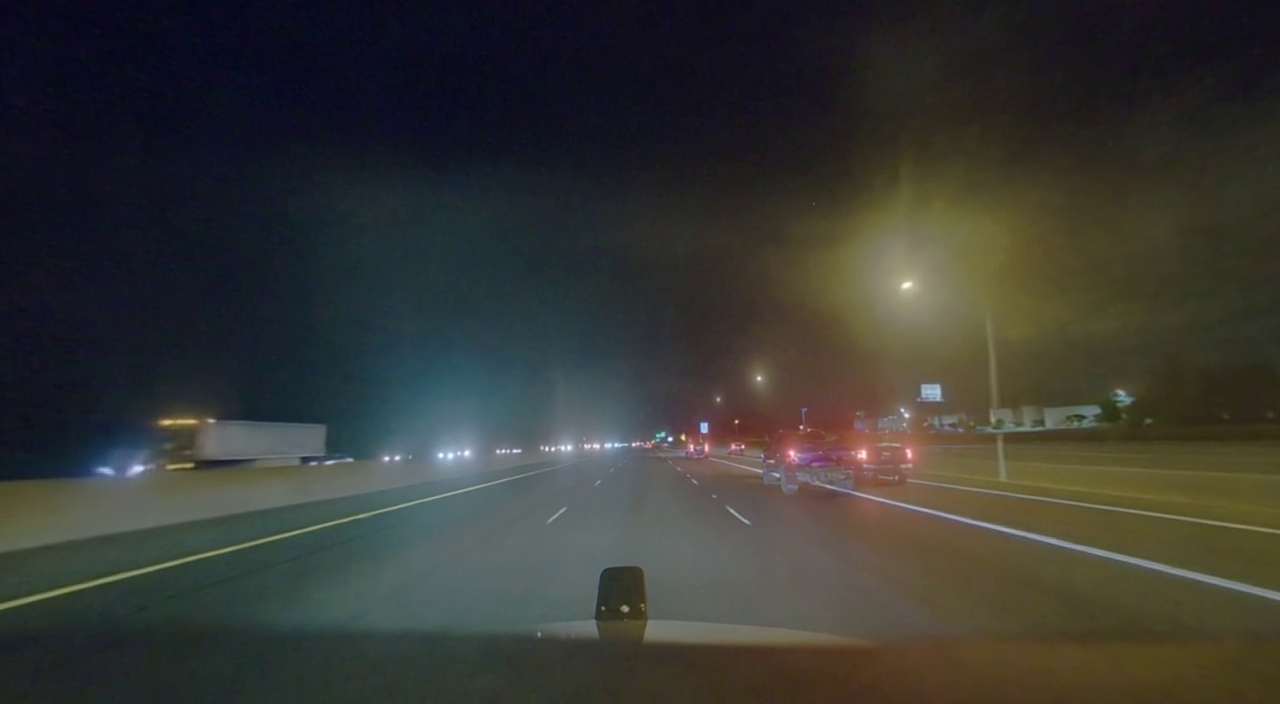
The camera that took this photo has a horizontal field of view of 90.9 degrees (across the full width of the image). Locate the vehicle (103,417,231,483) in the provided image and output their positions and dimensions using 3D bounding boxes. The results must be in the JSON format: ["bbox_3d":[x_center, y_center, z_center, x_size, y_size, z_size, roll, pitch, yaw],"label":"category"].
[{"bbox_3d":[-31.540,6.549,42.516,3.017,4.007,6.914,0,-8,1],"label":"vehicle"}]
